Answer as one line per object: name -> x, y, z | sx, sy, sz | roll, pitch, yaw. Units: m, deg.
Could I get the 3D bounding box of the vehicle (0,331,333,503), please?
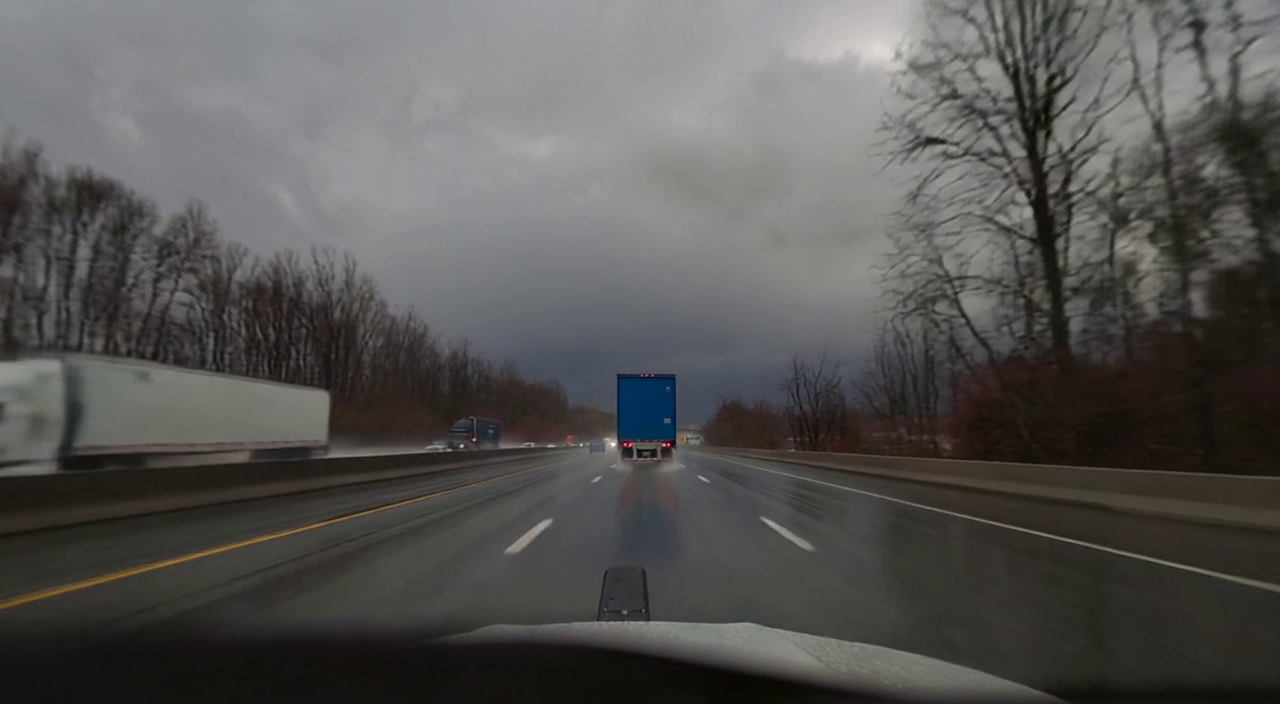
vehicle -> -16.655, 2.662, 22.617 | 2.959, 4.021, 16.514 | 0, -8, 0

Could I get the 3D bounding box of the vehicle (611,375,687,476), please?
vehicle -> 0.378, 3.694, 30.377 | 3.010, 4.039, 10.481 | 0, -8, 0
